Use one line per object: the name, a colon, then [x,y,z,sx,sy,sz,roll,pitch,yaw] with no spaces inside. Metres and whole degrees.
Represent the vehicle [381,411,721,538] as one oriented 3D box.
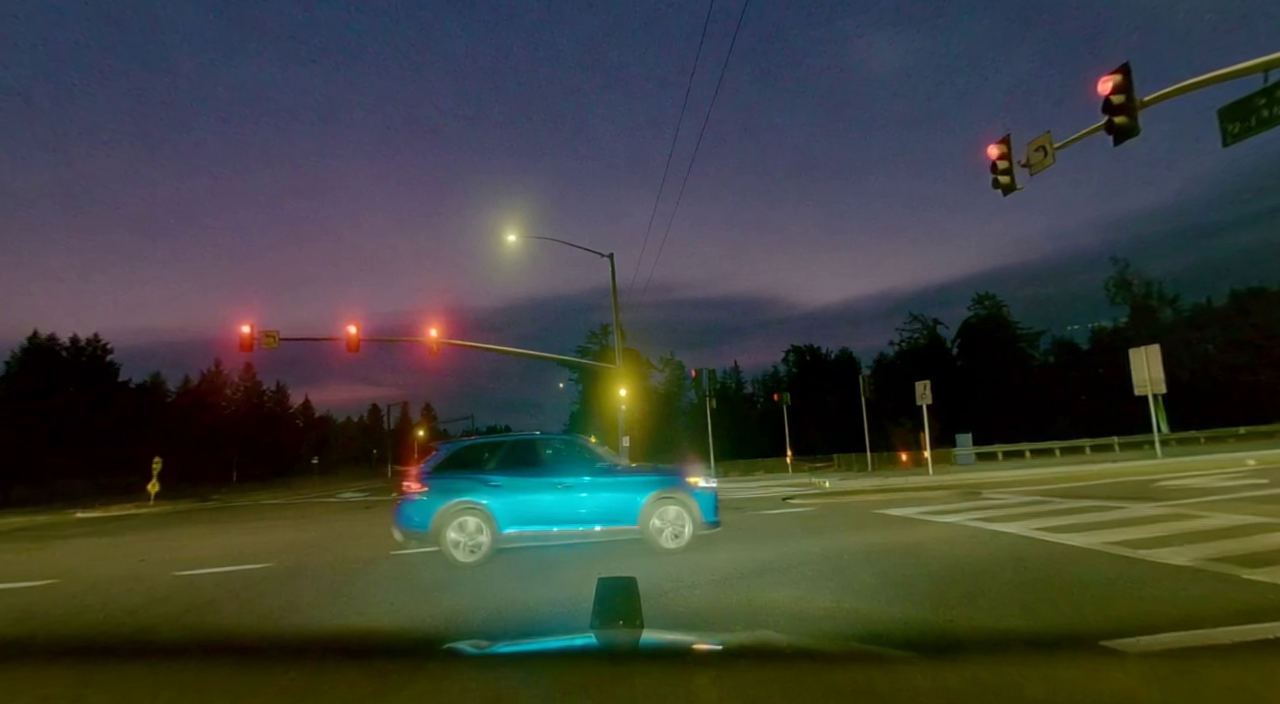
vehicle: [-1.291,1.934,10.280,4.881,1.807,2.135,0,-8,-1]
